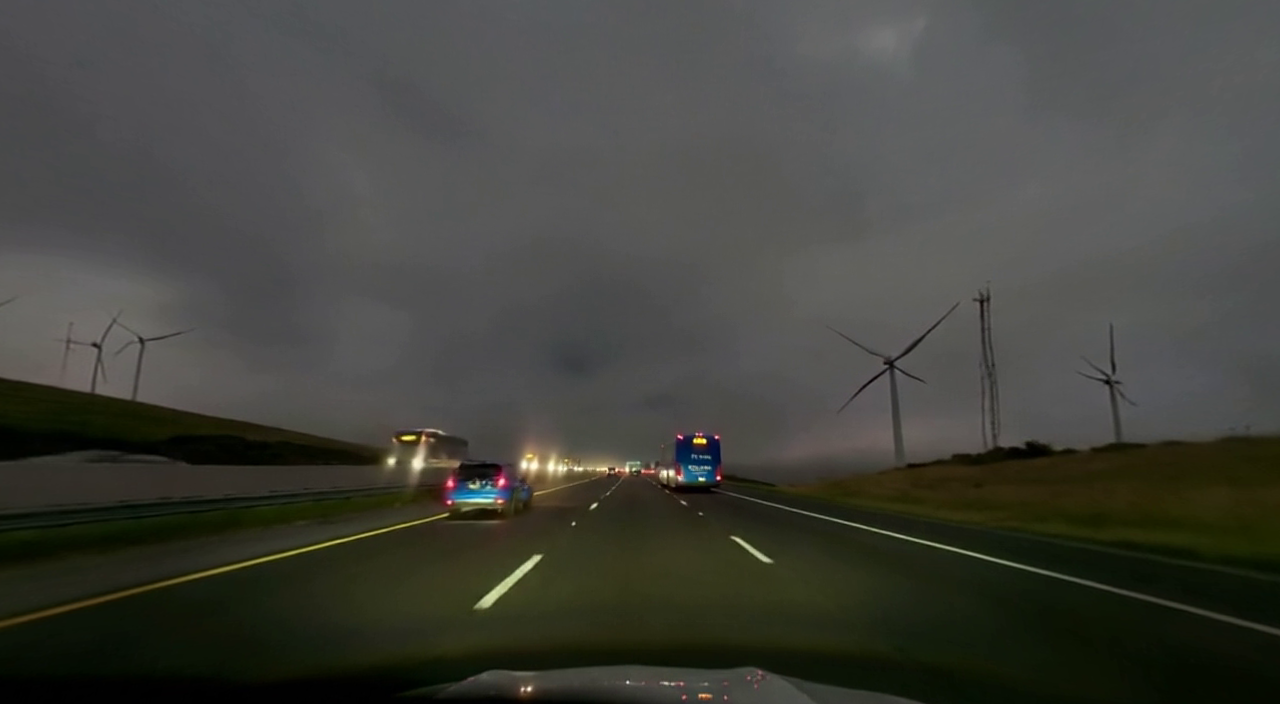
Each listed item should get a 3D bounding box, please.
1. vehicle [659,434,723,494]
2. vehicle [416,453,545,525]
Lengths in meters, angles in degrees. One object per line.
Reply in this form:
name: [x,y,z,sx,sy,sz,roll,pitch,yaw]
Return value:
vehicle: [3.361,8.214,45.895,2.941,3.574,14.463,1,-11,-2]
vehicle: [-3.950,3.516,16.482,2.213,1.568,4.274,1,-11,0]
